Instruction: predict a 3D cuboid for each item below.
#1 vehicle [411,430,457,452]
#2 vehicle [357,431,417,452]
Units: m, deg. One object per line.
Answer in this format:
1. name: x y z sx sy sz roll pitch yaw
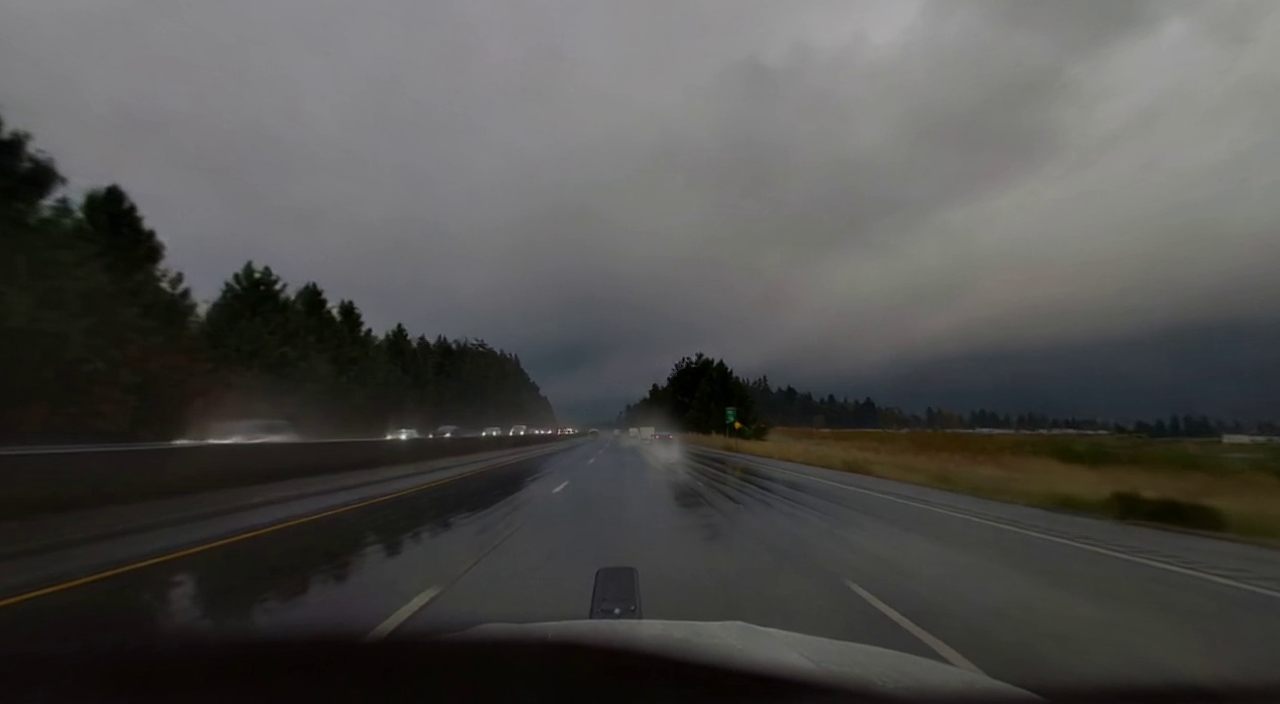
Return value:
1. vehicle: -13.931 6.056 42.743 1.969 1.424 3.731 0 -8 -2
2. vehicle: -17.660 6.285 44.214 2.134 1.357 5.268 0 -8 -1
